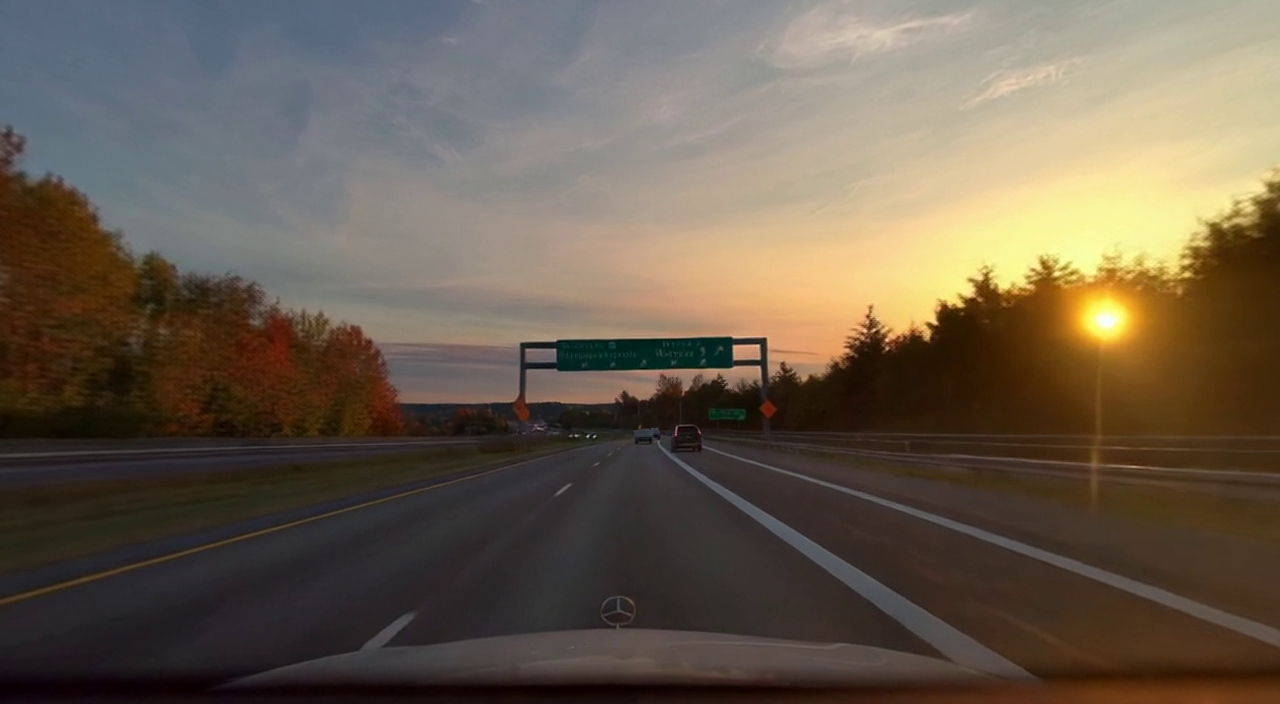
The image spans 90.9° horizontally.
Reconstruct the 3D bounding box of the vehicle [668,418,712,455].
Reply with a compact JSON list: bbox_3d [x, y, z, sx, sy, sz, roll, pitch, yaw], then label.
[{"bbox_3d":[3.271,5.701,42.487,2.450,2.314,4.753,0,-8,-1],"label":"vehicle"}]
